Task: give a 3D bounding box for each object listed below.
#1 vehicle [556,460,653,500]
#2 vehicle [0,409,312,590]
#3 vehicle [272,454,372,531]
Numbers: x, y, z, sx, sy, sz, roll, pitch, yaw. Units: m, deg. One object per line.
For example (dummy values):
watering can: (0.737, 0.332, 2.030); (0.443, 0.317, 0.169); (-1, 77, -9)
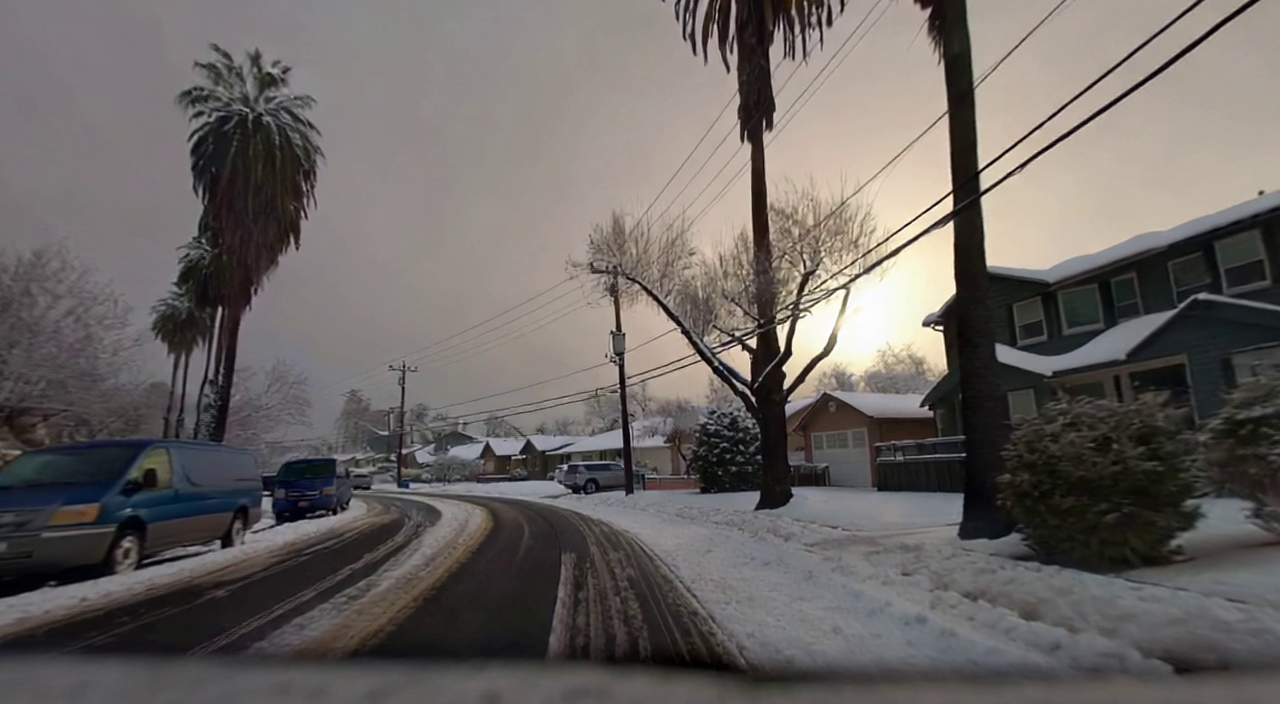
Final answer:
vehicle: (-2.030, 7.367, 36.863); (5.102, 2.040, 2.472); (6, -10, -33)
vehicle: (-7.904, 2.481, 10.339); (2.677, 2.033, 6.011); (-2, -14, -9)
vehicle: (-11.038, 4.854, 22.455); (2.552, 2.134, 6.076); (0, -10, -21)
